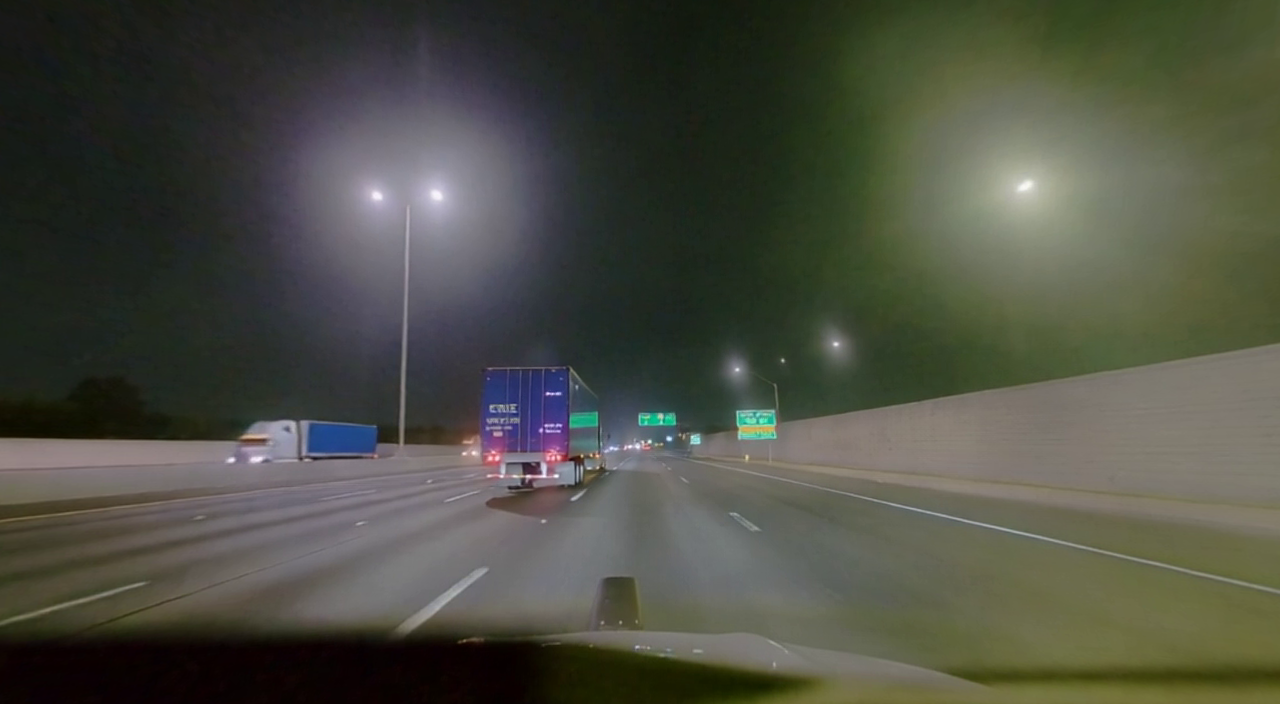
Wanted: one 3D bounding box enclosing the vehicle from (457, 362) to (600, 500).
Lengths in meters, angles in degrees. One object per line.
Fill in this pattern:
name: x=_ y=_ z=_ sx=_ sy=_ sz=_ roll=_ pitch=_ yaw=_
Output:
vehicle: x=-3.554 y=3.099 z=23.707 sx=3.059 sy=3.956 sz=11.036 roll=0 pitch=-9 yaw=1
